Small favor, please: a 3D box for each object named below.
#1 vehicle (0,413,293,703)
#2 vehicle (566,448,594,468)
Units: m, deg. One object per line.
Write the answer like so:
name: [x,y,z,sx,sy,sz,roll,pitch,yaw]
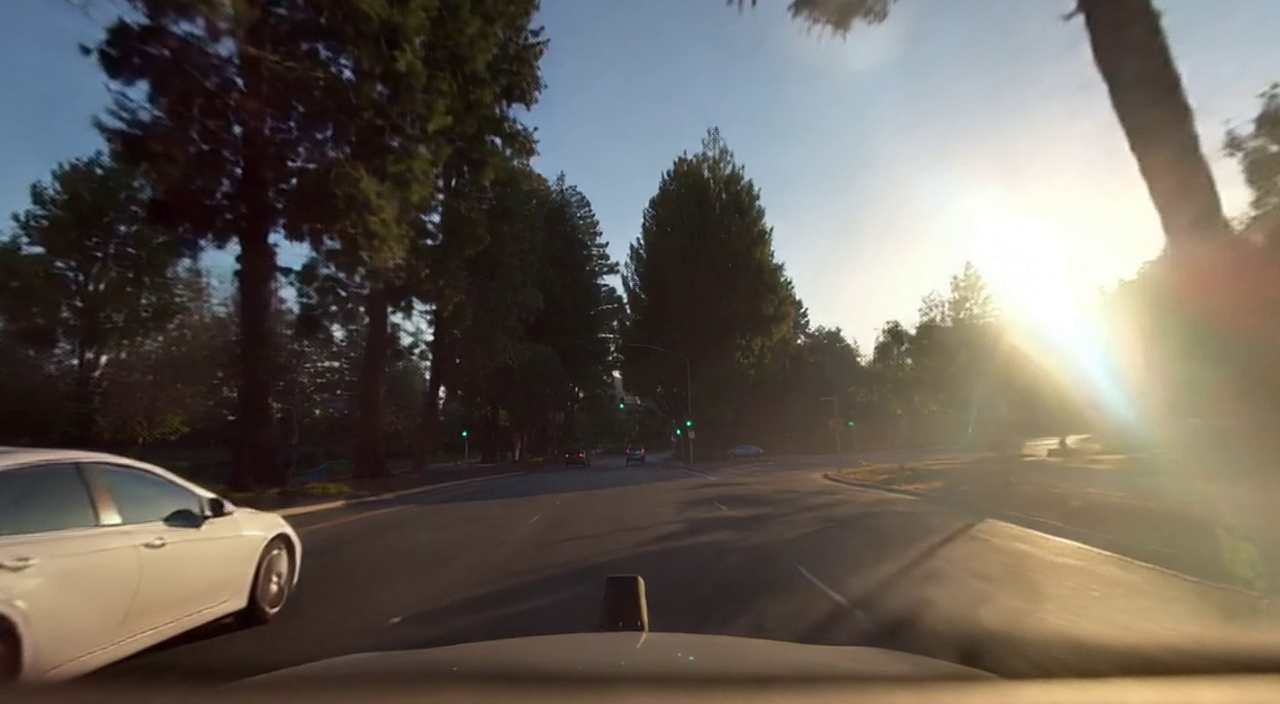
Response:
vehicle: [-3.779,1.011,2.791,1.968,1.459,4.433,0,-8,0]
vehicle: [-4.527,8.024,47.860,1.674,1.408,4.141,0,-8,1]
